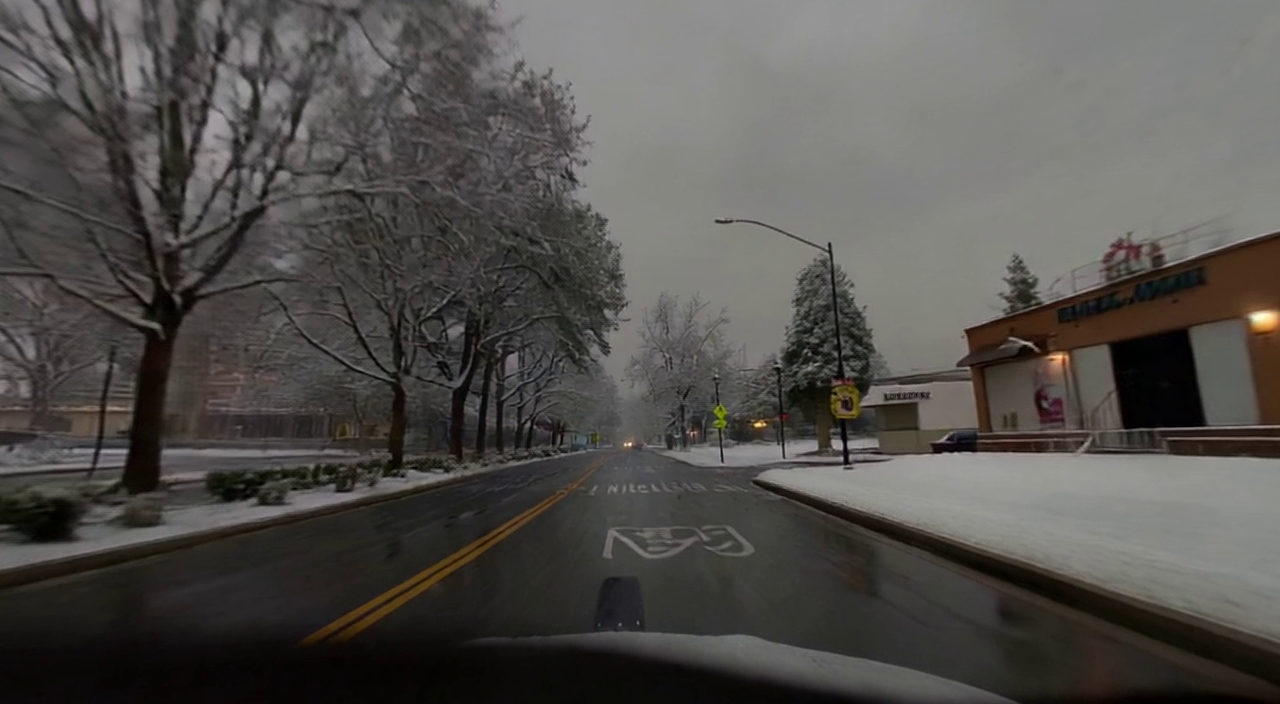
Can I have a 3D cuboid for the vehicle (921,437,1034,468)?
[{"bbox_3d":[17.125,5.086,32.268,4.563,1.457,2.139,-1,-7,6],"label":"vehicle"}]
